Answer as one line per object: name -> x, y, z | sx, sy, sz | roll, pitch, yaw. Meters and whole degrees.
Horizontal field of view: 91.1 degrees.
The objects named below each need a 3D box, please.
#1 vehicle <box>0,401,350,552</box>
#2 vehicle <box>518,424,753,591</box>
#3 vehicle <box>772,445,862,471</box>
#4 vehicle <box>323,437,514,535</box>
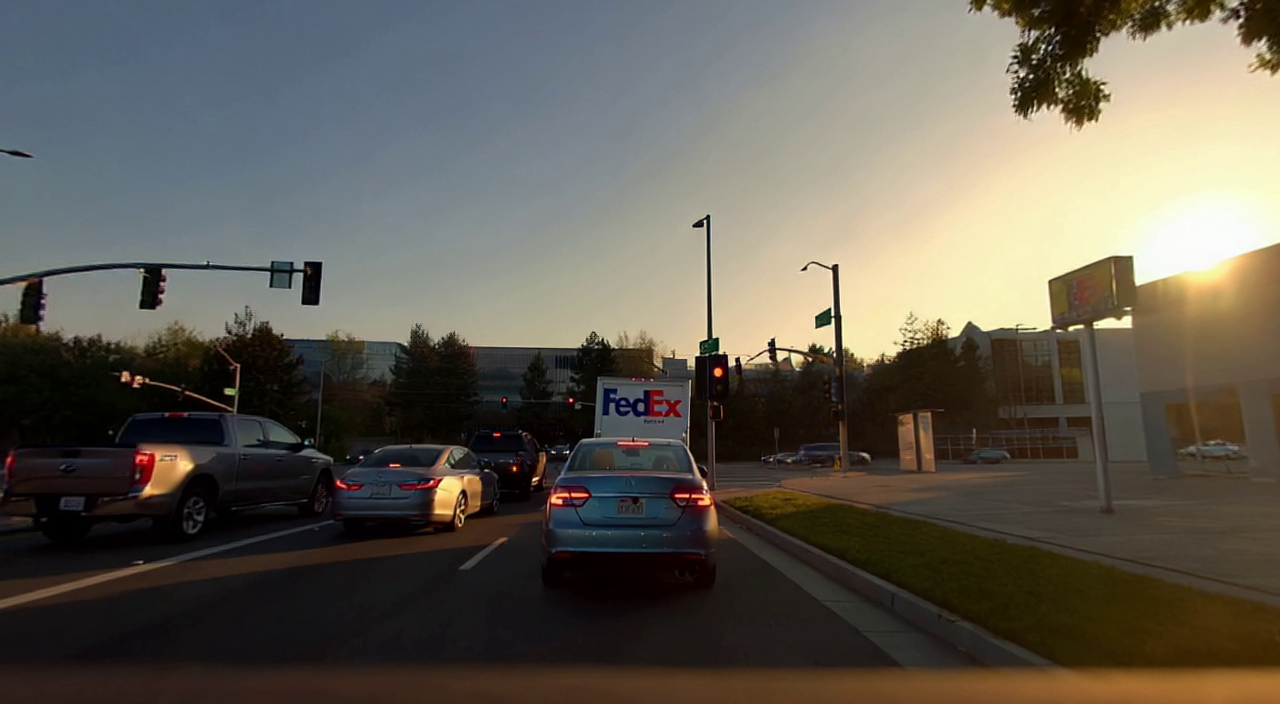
vehicle -> -7.274, 1.985, 10.731 | 2.125, 1.893, 5.498 | 0, -9, -2
vehicle -> -0.045, 1.746, 7.949 | 2.145, 1.513, 4.269 | 0, -9, 0
vehicle -> 10.351, 6.222, 37.068 | 4.794, 1.481, 1.968 | -1, -9, 7
vehicle -> -3.865, 2.398, 11.942 | 1.949, 1.487, 4.390 | 0, -9, 1
